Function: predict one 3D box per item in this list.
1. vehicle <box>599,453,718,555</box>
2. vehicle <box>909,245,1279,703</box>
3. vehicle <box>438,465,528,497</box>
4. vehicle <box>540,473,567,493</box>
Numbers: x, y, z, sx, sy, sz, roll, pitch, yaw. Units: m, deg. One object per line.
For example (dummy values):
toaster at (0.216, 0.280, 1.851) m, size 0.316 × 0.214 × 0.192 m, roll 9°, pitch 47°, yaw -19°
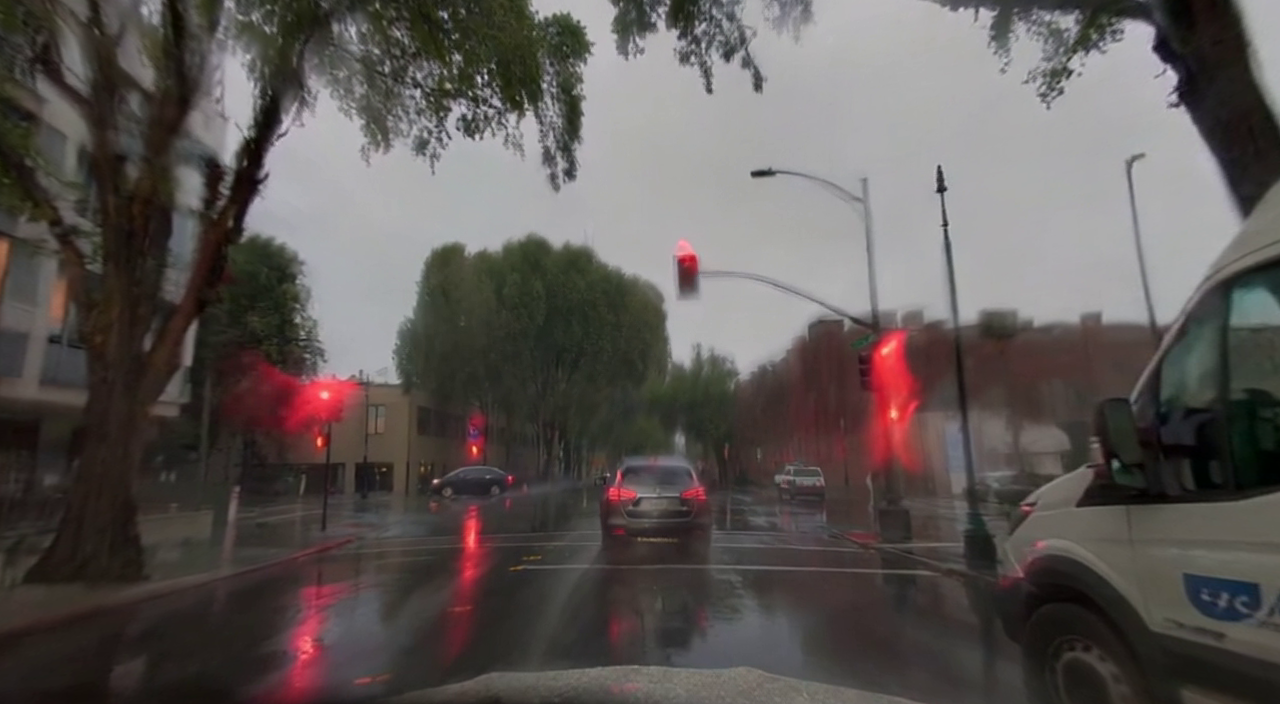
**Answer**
vehicle at (0.236, 2.863, 12.308) m, size 1.961 × 1.629 × 3.610 m, roll 1°, pitch -11°, yaw -2°
vehicle at (2.826, 0.656, 1.507) m, size 2.054 × 1.965 × 5.248 m, roll 1°, pitch -11°, yaw 0°
vehicle at (-8.984, 7.442, 36.426) m, size 1.993 × 1.692 × 4.675 m, roll -9°, pitch -14°, yaw 42°
vehicle at (-6.789, 10.307, 49.730) m, size 1.757 × 1.473 × 3.712 m, roll 1°, pitch -10°, yaw -3°
